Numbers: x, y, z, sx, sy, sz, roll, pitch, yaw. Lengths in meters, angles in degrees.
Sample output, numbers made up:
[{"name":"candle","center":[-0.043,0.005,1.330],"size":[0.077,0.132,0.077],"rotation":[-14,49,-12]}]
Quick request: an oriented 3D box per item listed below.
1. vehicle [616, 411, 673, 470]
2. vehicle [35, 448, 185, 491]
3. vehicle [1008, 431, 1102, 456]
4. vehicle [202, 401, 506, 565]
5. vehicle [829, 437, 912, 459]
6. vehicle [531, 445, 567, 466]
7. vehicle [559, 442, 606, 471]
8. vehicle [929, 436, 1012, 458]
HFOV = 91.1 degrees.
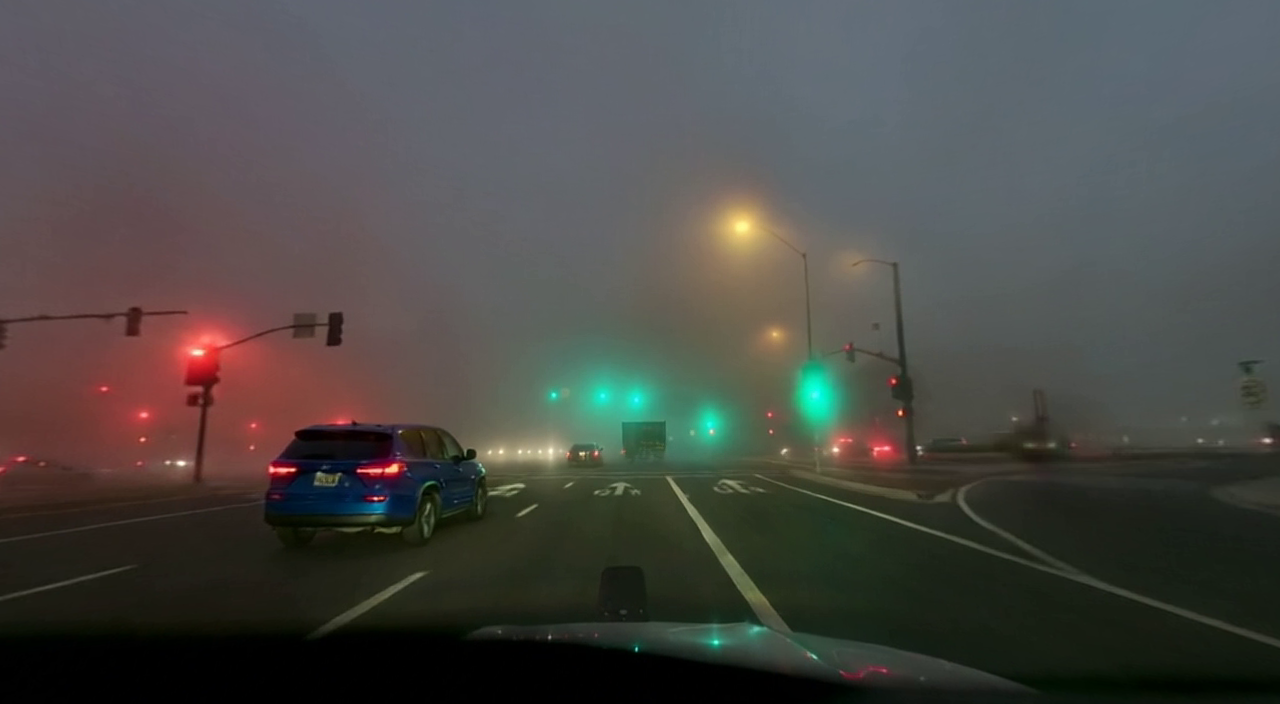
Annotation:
[{"name":"vehicle","center":[0.331,5.169,36.487],"size":[2.993,3.051,6.692],"rotation":[0,-9,1]},{"name":"vehicle","center":[-24.989,5.508,29.975],"size":[2.199,1.848,5.628],"rotation":[0,-9,1]},{"name":"vehicle","center":[31.207,6.907,47.304],"size":[5.530,1.827,2.161],"rotation":[0,-9,0]},{"name":"vehicle","center":[-3.757,1.834,9.587],"size":[2.178,1.826,4.933],"rotation":[0,-9,2]},{"name":"vehicle","center":[16.198,6.788,44.326],"size":[4.983,1.511,2.077],"rotation":[0,-9,0]},{"name":"vehicle","center":[-6.610,7.540,45.983],"size":[1.933,1.477,4.119],"rotation":[0,-9,1]},{"name":"vehicle","center":[-3.087,5.715,34.495],"size":[2.023,1.483,4.143],"rotation":[0,-9,2]},{"name":"vehicle","center":[23.277,6.742,44.379],"size":[4.716,1.494,2.001],"rotation":[0,-9,1]}]
